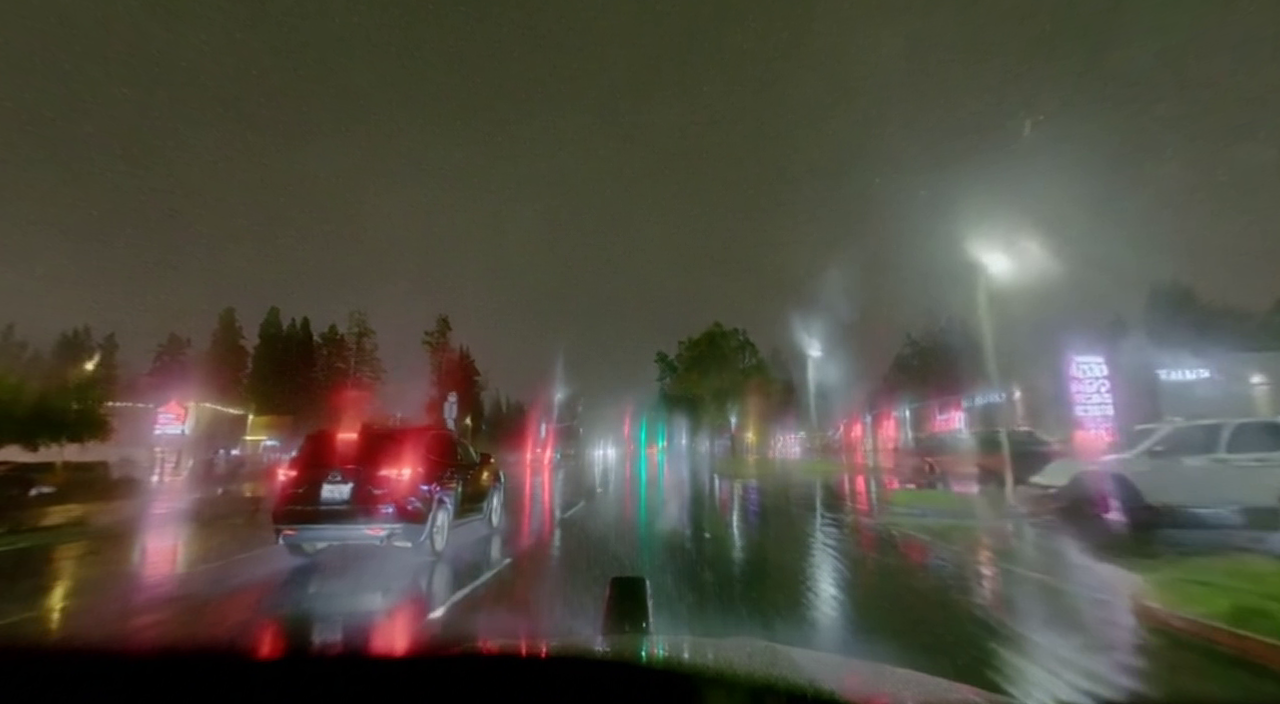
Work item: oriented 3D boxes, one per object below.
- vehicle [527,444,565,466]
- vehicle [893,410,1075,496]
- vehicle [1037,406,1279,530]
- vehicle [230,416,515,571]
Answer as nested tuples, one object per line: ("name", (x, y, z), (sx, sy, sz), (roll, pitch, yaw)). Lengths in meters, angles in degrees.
("vehicle", (-6.771, 7.406, 45.658), (1.990, 1.483, 4.410), (0, -8, 1))
("vehicle", (9.118, 2.606, 16.570), (4.985, 1.918, 2.248), (6, -11, -37))
("vehicle", (9.809, 1.823, 10.316), (2.146, 1.797, 4.990), (4, -10, -37))
("vehicle", (-3.312, 1.827, 8.928), (2.127, 1.654, 4.121), (0, -8, 1))
